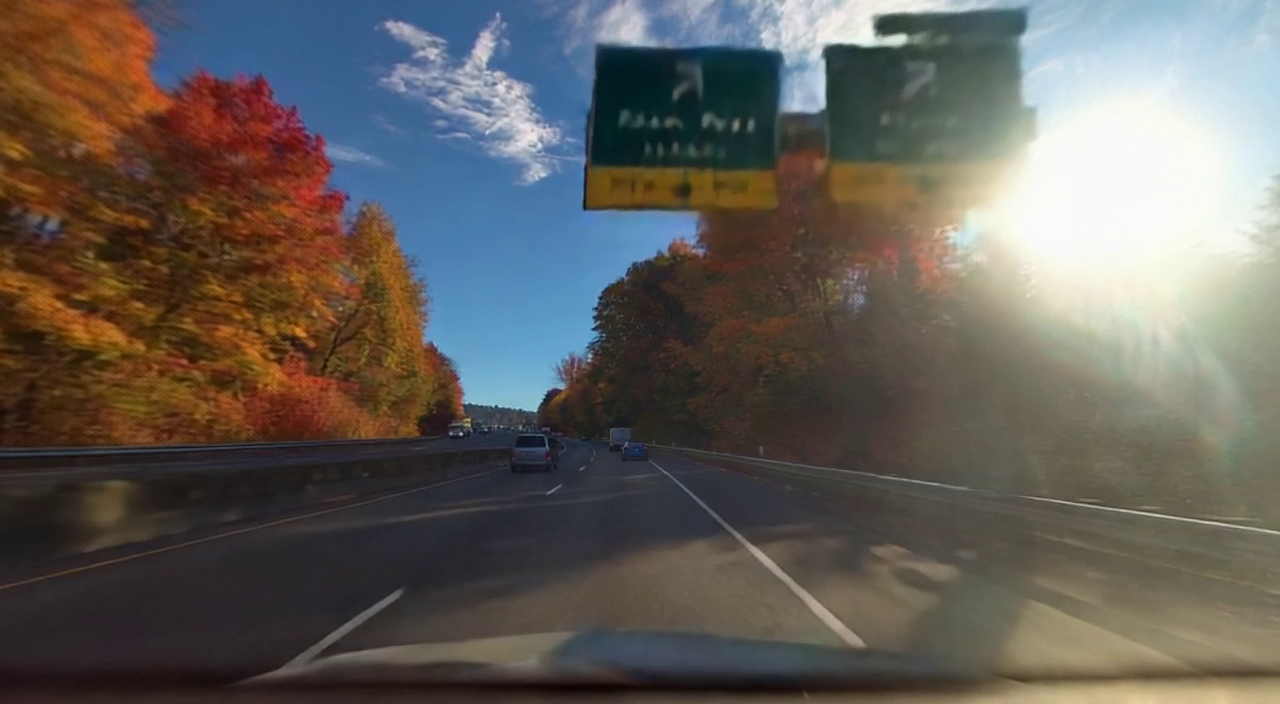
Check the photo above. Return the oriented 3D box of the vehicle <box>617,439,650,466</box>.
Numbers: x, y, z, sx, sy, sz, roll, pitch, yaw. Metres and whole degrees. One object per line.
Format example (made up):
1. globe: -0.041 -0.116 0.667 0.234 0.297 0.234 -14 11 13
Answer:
1. vehicle: -0.433 6.045 38.018 1.939 1.497 3.863 0 -8 -2

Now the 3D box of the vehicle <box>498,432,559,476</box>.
1. vehicle: -4.753 4.405 27.423 1.924 1.720 4.195 0 -8 -1
